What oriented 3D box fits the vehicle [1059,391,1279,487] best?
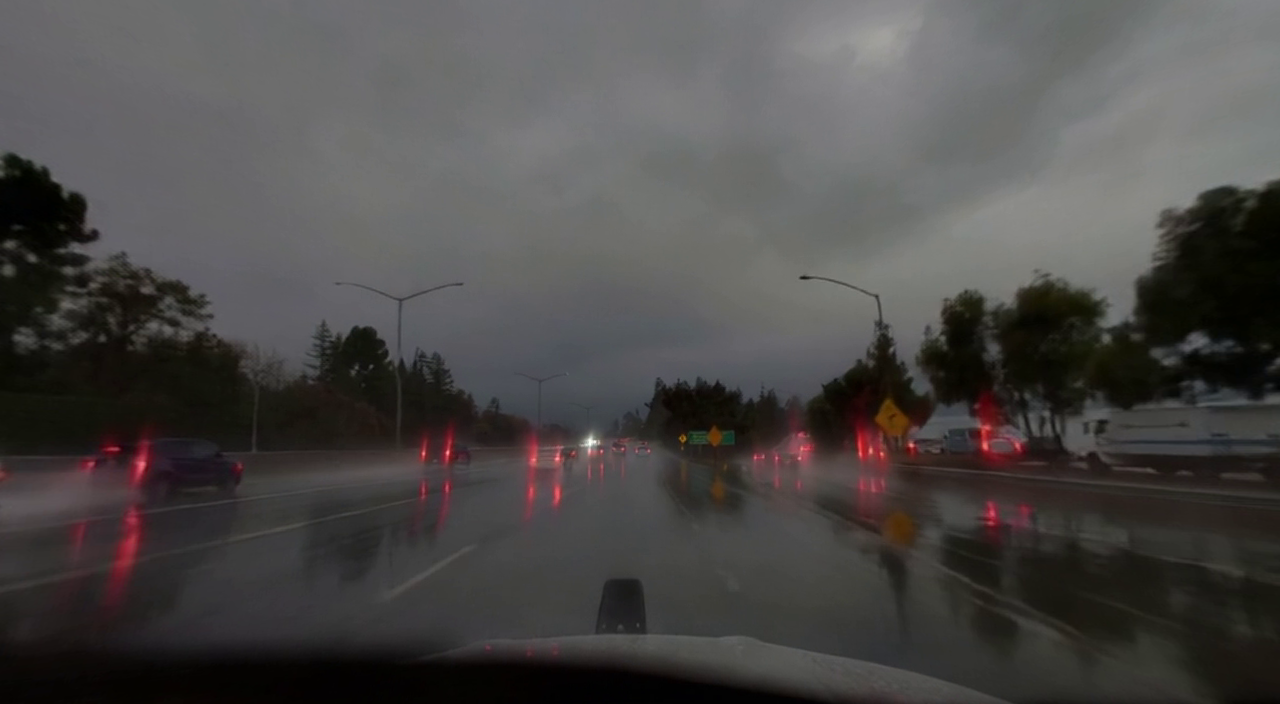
[{"bbox_3d":[25.475,4.154,29.745,4.211,3.637,11.169,0,-8,3],"label":"vehicle"}]

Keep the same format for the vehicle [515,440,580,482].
[{"bbox_3d":[-4.039,4.866,28.334,2.132,1.708,4.571,0,-9,2],"label":"vehicle"}]

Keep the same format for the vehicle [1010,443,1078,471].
[{"bbox_3d":[26.209,6.799,41.026,1.914,1.667,4.648,-1,-9,9],"label":"vehicle"}]

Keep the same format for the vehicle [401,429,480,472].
[{"bbox_3d":[-10.975,5.478,35.207,2.442,2.191,5.760,0,-9,1],"label":"vehicle"}]

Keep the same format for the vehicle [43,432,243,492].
[{"bbox_3d":[-14.647,3.264,19.026,2.050,1.537,4.768,0,-9,2],"label":"vehicle"}]

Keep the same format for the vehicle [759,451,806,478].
[{"bbox_3d":[8.796,6.953,39.221,2.153,1.510,4.646,0,-9,4],"label":"vehicle"}]
